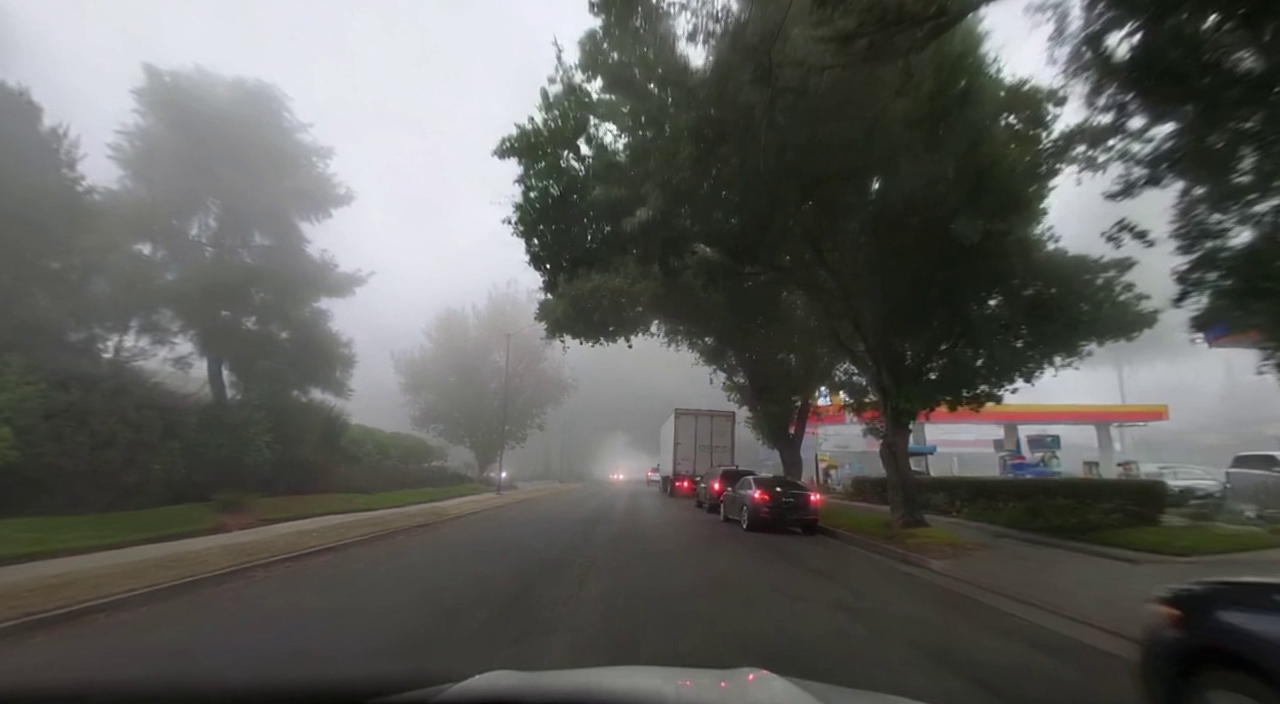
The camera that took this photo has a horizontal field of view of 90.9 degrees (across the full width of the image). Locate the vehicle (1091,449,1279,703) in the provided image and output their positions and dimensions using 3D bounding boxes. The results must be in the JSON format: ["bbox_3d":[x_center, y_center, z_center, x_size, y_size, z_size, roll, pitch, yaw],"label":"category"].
[{"bbox_3d":[3.310,0.911,1.136,1.900,1.500,4.214,0,-10,1],"label":"vehicle"}]

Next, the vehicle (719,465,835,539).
[{"bbox_3d":[3.131,3.526,15.261,1.844,1.498,3.898,1,-10,-1],"label":"vehicle"}]

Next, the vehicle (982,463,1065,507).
[{"bbox_3d":[18.667,6.494,30.842,2.436,2.052,2.410,0,-11,2],"label":"vehicle"}]

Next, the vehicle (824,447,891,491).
[{"bbox_3d":[13.357,7.206,38.869,3.166,2.520,2.198,2,-11,-5],"label":"vehicle"}]

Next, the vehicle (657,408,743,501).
[{"bbox_3d":[2.889,5.838,35.154,2.990,4.098,13.928,1,-10,-2],"label":"vehicle"}]
